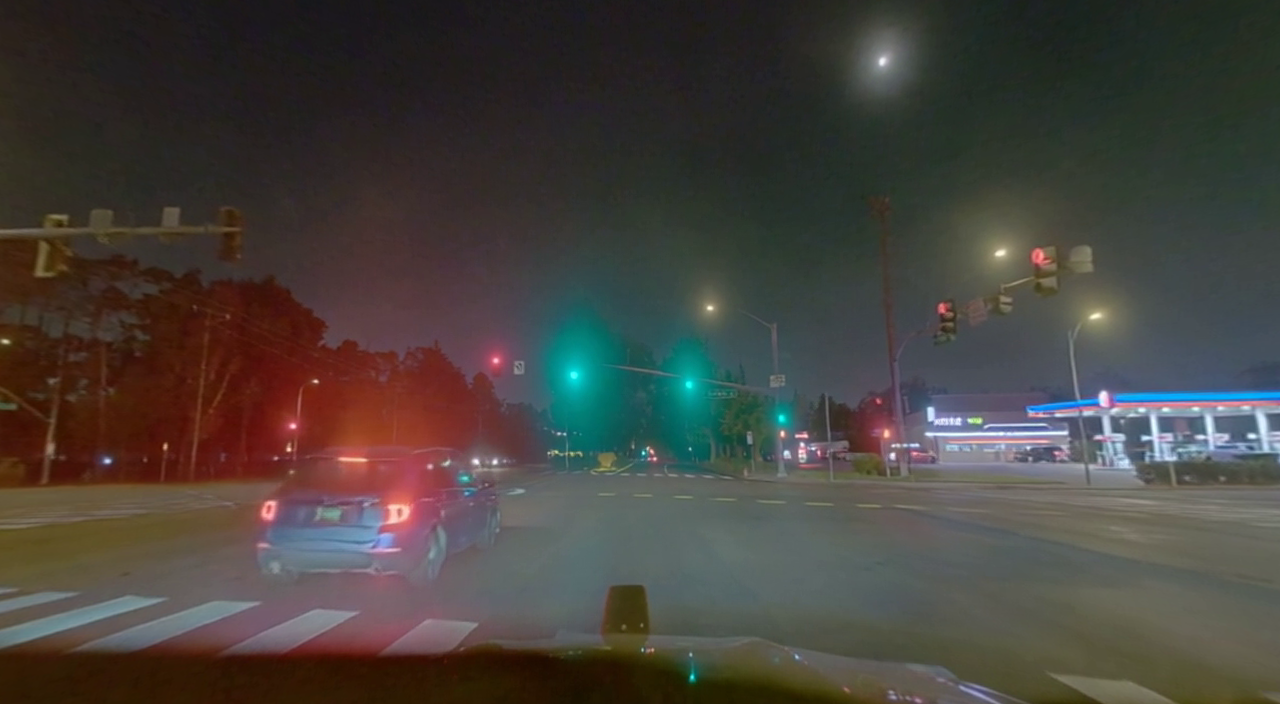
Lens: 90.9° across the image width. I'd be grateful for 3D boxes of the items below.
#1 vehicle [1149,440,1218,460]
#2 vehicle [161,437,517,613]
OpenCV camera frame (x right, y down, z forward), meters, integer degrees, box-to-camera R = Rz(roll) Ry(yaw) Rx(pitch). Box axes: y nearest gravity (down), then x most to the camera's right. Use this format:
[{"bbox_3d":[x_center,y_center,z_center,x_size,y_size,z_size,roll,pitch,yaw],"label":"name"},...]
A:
[{"bbox_3d":[40.422,7.327,46.905,3.518,1.433,1.763,1,-9,-5],"label":"vehicle"},{"bbox_3d":[-3.022,1.821,7.705,2.041,1.483,4.533,0,-9,1],"label":"vehicle"}]
